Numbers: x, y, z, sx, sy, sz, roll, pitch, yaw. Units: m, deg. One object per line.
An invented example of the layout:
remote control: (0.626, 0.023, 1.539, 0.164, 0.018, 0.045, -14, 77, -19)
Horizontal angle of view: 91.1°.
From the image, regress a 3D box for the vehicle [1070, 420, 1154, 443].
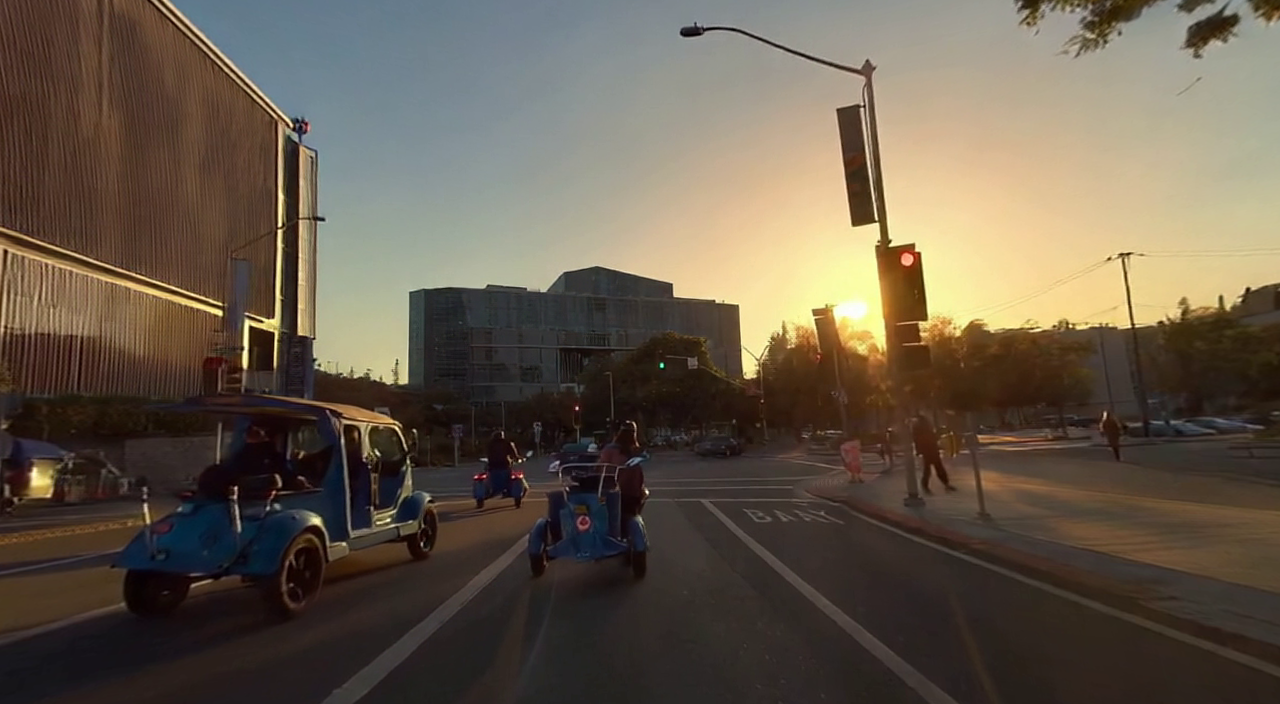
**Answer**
vehicle: (30.641, 5.192, 40.811, 1.751, 1.420, 4.027, 8, -12, -42)

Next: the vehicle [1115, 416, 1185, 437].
vehicle: (36.764, 5.409, 45.317, 1.625, 1.449, 3.557, 6, -11, -38)

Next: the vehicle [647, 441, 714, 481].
vehicle: (1.735, 4.398, 25.701, 2.025, 1.458, 4.085, -2, -9, 14)

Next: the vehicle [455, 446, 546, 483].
vehicle: (-6.116, 4.998, 28.262, 2.018, 1.491, 4.795, -2, -9, 14)

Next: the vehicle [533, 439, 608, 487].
vehicle: (-2.513, 4.152, 23.780, 1.935, 1.615, 4.073, -1, -8, 7)

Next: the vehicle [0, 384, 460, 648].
vehicle: (-3.581, 1.457, 6.611, 2.000, 1.809, 4.405, 0, -8, 1)

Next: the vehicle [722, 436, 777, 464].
vehicle: (6.944, 6.143, 39.572, 2.082, 1.671, 3.992, -5, -10, 30)
